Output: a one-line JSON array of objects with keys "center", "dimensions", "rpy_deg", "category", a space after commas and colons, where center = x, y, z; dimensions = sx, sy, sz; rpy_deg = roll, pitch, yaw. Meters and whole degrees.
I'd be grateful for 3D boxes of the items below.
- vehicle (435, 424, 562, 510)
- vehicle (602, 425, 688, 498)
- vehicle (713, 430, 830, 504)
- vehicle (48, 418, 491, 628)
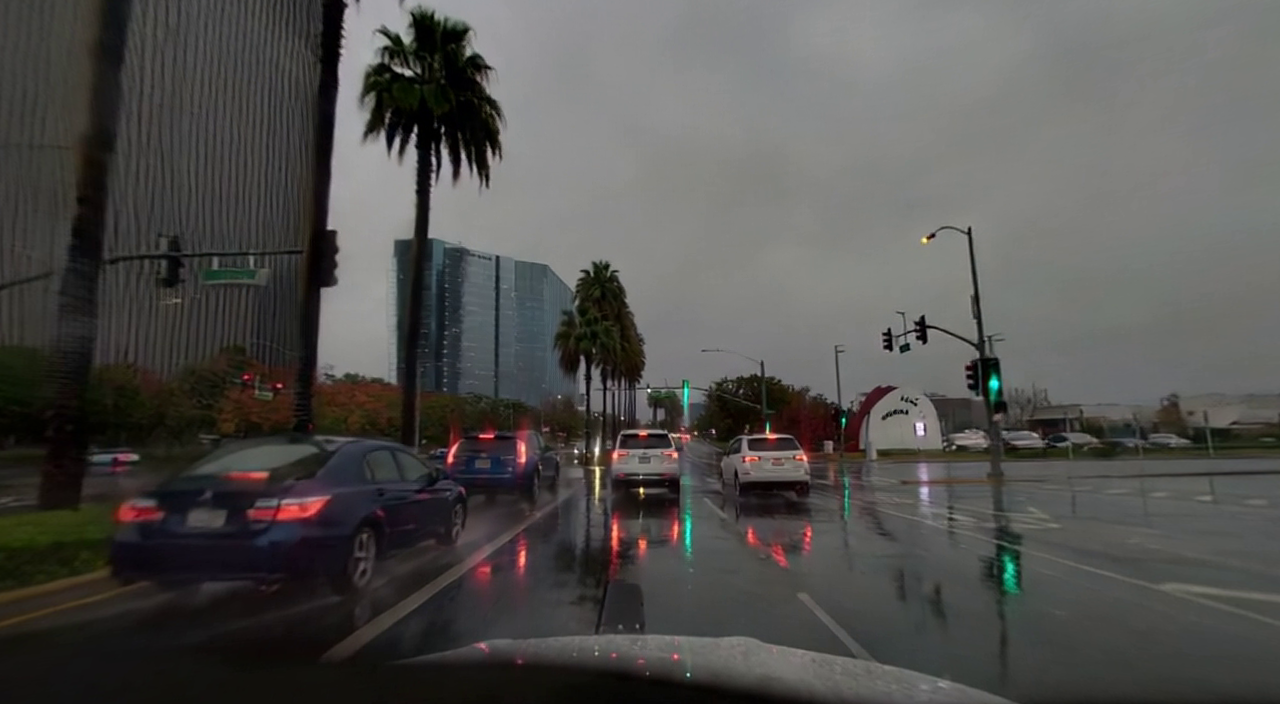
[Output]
[{"center": [-3.092, 2.613, 14.787], "dimensions": [1.938, 1.713, 4.048], "rpy_deg": [0, -9, 1], "category": "vehicle"}, {"center": [0.127, 2.947, 17.290], "dimensions": [2.060, 1.730, 4.257], "rpy_deg": [0, -9, 0], "category": "vehicle"}, {"center": [3.079, 2.787, 15.698], "dimensions": [1.936, 1.567, 3.896], "rpy_deg": [0, -9, -2], "category": "vehicle"}, {"center": [-3.199, 1.568, 6.875], "dimensions": [1.962, 1.480, 4.605], "rpy_deg": [0, -9, 1], "category": "vehicle"}]
